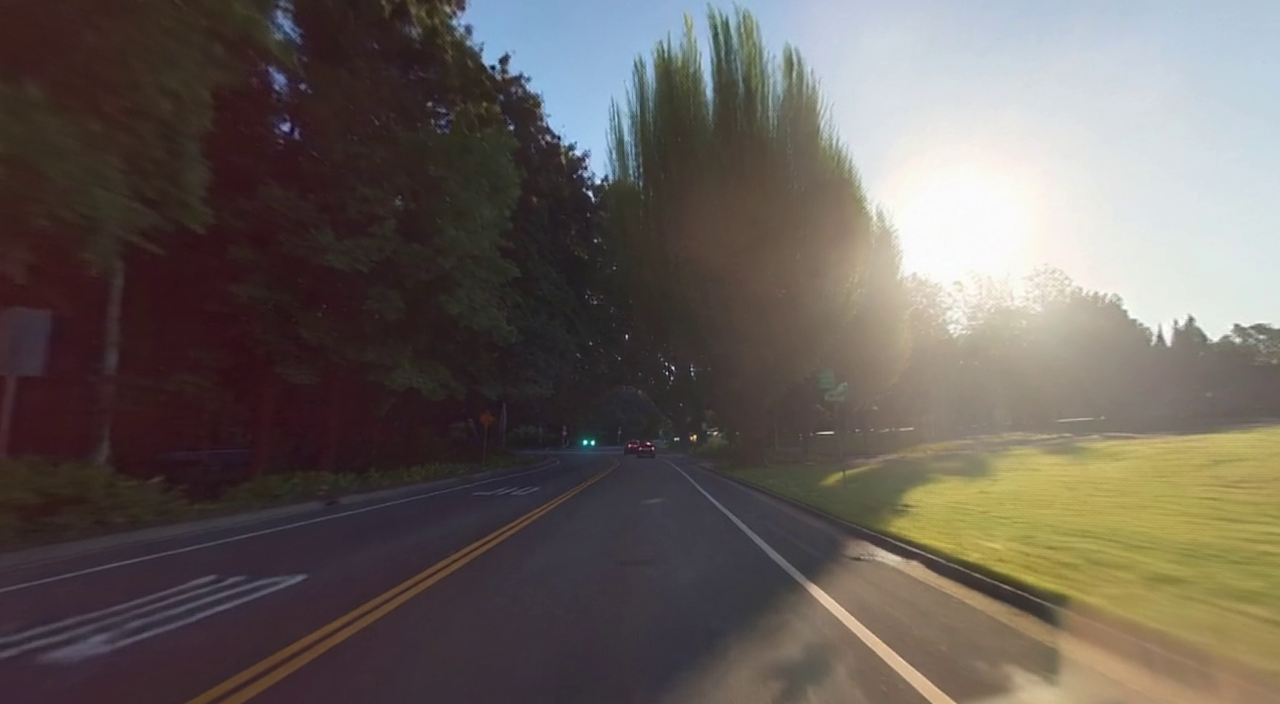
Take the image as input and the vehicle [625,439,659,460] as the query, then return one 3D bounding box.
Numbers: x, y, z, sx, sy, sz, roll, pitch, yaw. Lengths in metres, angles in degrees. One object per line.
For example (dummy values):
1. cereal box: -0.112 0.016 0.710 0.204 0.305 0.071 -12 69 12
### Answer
1. vehicle: 0.073 7.506 48.626 1.861 1.511 4.237 2 -9 -11
